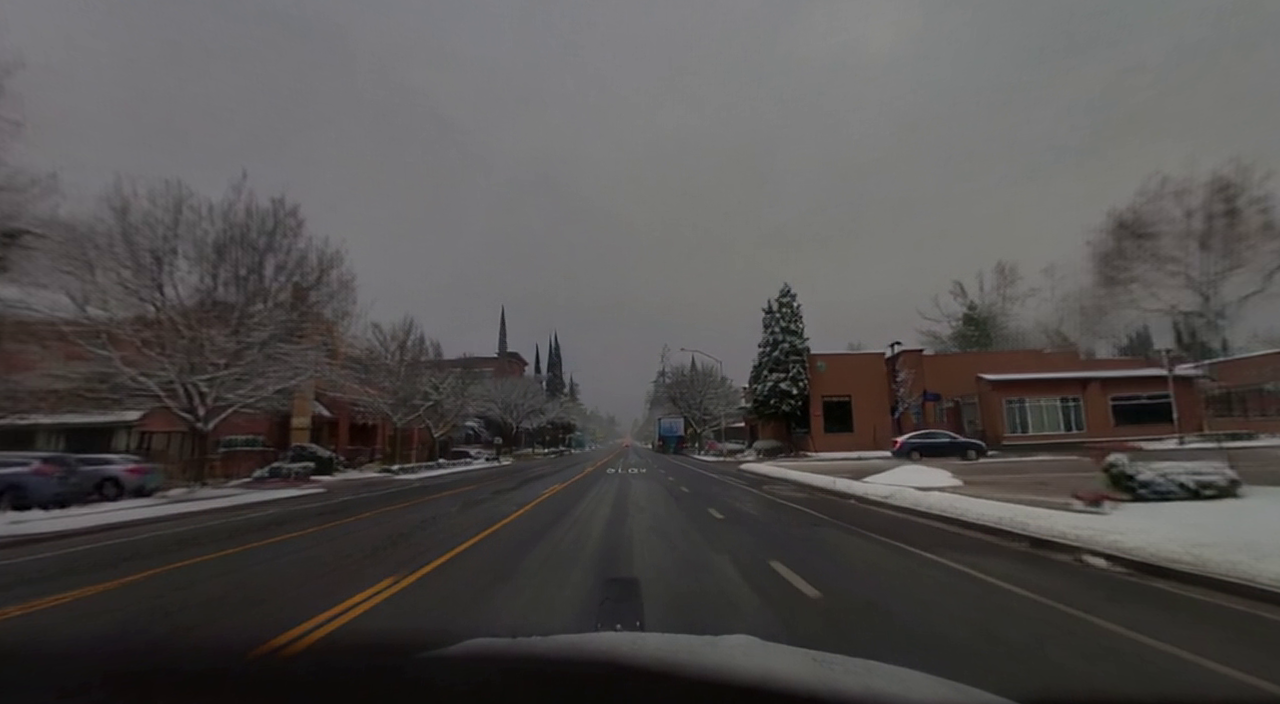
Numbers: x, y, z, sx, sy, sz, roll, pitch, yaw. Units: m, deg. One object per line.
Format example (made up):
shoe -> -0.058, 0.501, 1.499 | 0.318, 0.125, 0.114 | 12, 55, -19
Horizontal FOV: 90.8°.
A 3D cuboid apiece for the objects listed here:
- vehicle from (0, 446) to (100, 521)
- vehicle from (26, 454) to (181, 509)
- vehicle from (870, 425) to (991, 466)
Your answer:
vehicle -> -16.585, 3.374, 16.665 | 4.311, 1.746, 1.984 | -5, -10, 29
vehicle -> -16.536, 3.905, 19.456 | 4.546, 1.497, 1.908 | -5, -10, 27
vehicle -> 12.634, 4.076, 27.520 | 4.554, 1.668, 1.974 | -5, -10, 28
